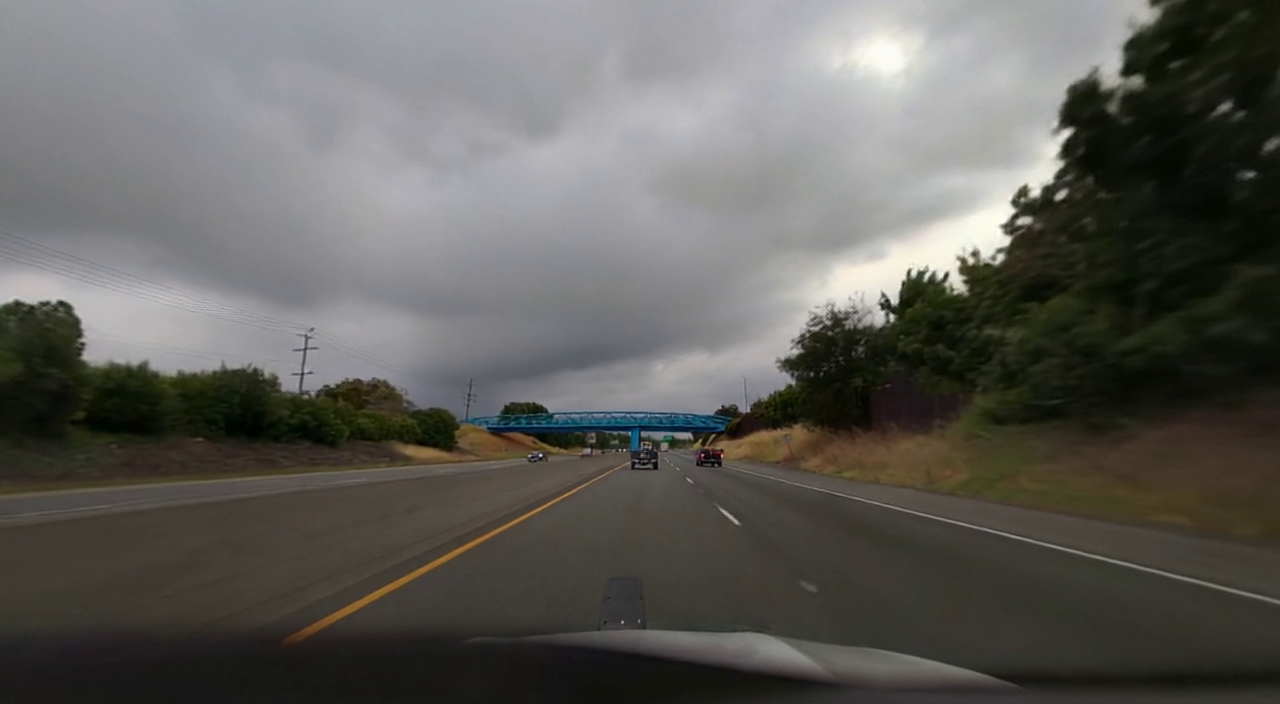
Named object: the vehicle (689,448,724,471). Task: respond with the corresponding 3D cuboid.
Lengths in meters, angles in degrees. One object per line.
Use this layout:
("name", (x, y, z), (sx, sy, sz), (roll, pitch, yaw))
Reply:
("vehicle", (4.682, 7.653, 44.966), (1.988, 1.505, 4.958), (0, -9, 0))

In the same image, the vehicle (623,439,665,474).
("vehicle", (0.286, 6.285, 38.000), (2.369, 1.948, 5.343), (0, -9, 2))
